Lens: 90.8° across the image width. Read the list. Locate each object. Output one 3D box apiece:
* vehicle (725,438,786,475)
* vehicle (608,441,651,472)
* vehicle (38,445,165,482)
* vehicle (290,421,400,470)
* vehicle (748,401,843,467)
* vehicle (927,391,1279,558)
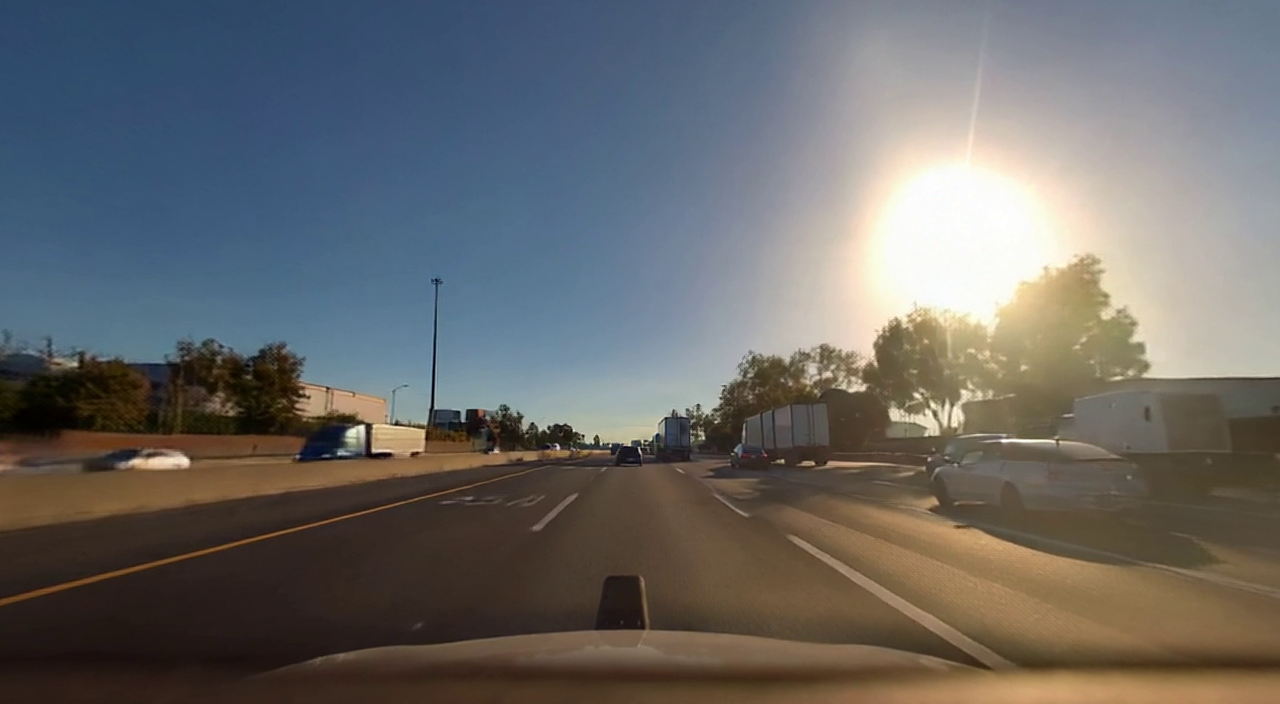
[{"bbox_3d":[5.499,5.049,30.659,2.154,1.658,4.347,0,-9,0],"label":"vehicle"},{"bbox_3d":[-0.531,5.555,33.738,2.163,1.551,4.180,0,-9,0],"label":"vehicle"},{"bbox_3d":[-24.185,5.019,28.642,1.782,1.512,4.570,0,-9,-1],"label":"vehicle"},{"bbox_3d":[-20.167,6.528,44.102,2.885,3.005,9.889,0,-9,0],"label":"vehicle"},{"bbox_3d":[11.349,6.510,48.756,2.898,4.171,17.188,0,-9,0],"label":"vehicle"},{"bbox_3d":[7.359,1.916,10.559,2.369,2.007,5.700,0,-9,-1],"label":"vehicle"}]
